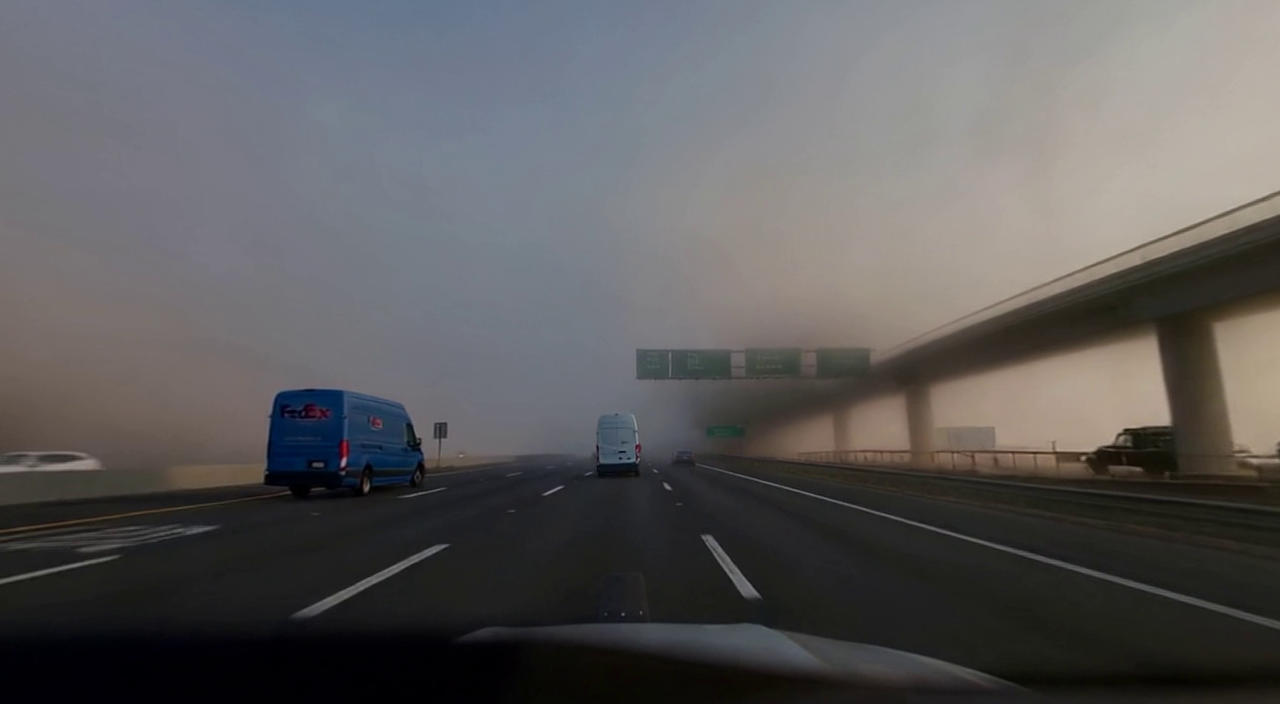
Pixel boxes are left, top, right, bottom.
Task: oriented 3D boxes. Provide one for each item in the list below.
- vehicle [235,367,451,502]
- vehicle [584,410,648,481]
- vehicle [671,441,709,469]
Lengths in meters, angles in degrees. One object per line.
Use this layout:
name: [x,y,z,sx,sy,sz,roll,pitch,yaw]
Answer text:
vehicle: [-8.115,2.522,18.554,2.965,3.178,7.188,0,-9,-1]
vehicle: [-0.913,4.102,27.564,2.476,2.776,5.598,0,-9,1]
vehicle: [3.135,6.521,39.930,1.987,1.648,3.984,0,-9,-1]
